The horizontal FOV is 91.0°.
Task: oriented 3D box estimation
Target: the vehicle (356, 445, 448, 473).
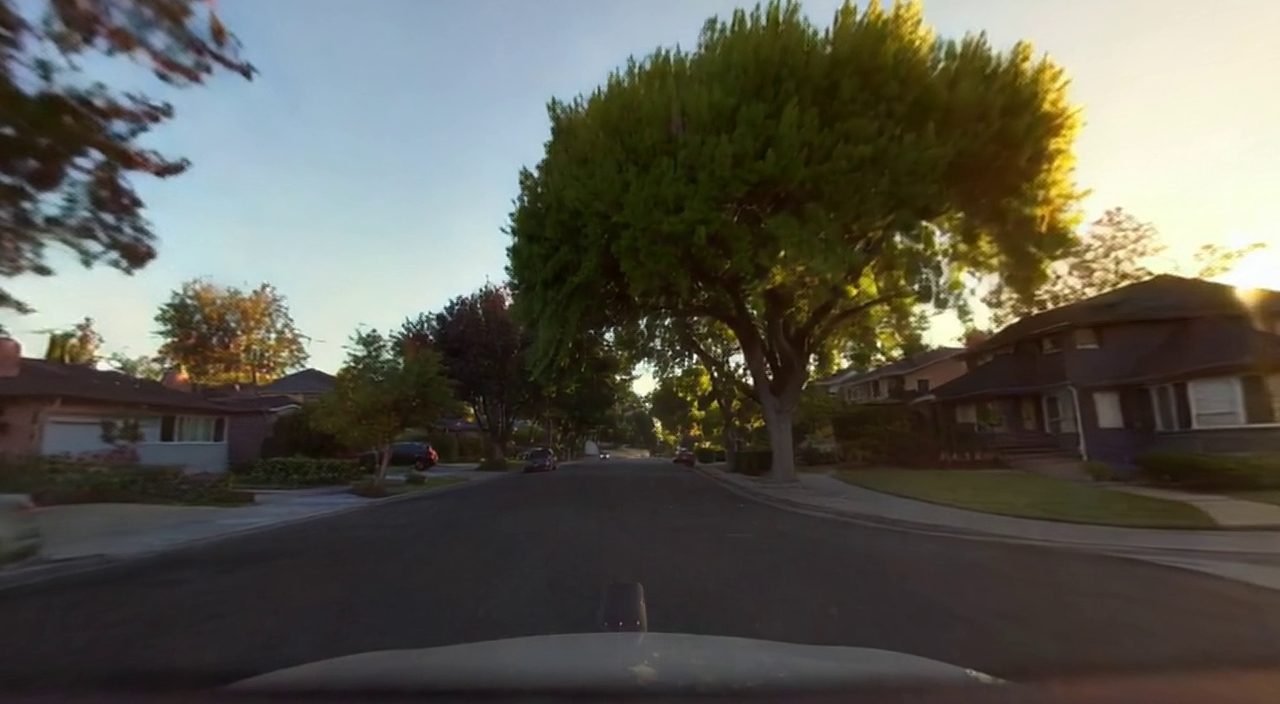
[{"bbox_3d":[-14.438,6.506,38.340,4.850,1.676,1.920,0,-9,3],"label":"vehicle"}]
